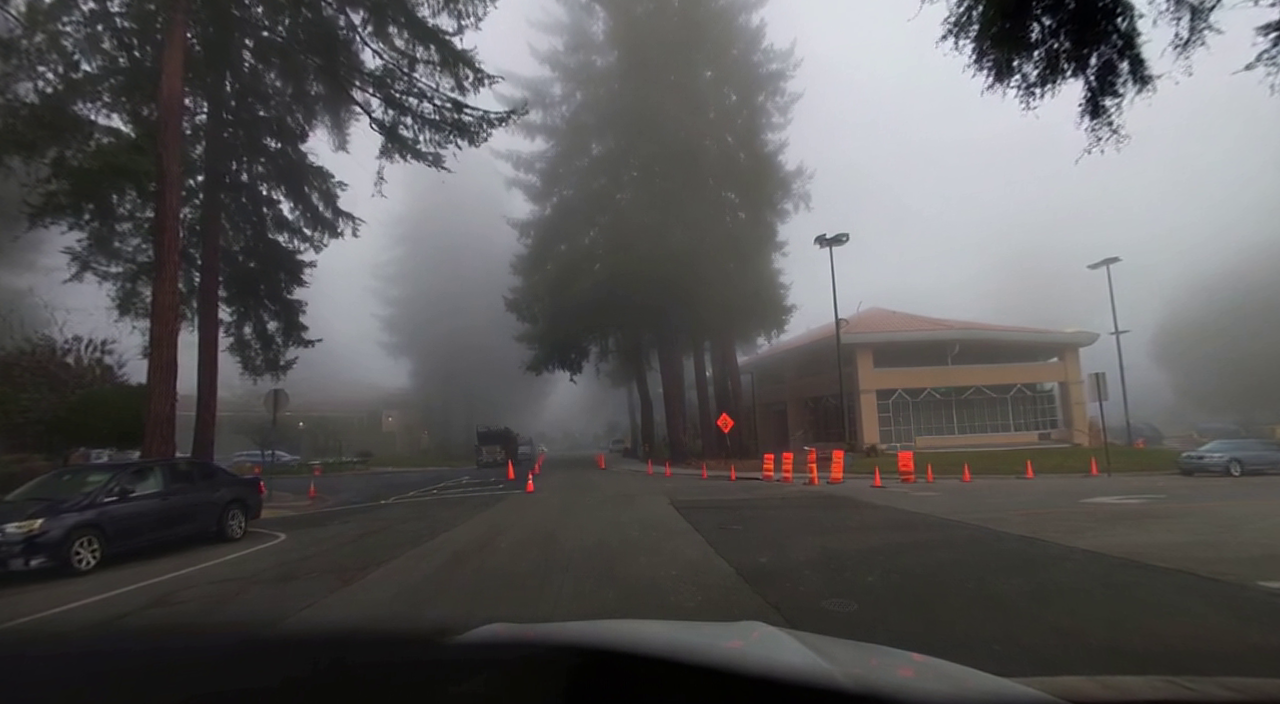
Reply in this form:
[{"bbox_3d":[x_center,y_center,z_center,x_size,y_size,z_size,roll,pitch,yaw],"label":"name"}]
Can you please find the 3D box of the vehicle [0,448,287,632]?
[{"bbox_3d":[-7.602,2.001,7.463,2.961,1.701,7.563,1,-9,-4],"label":"vehicle"}]
